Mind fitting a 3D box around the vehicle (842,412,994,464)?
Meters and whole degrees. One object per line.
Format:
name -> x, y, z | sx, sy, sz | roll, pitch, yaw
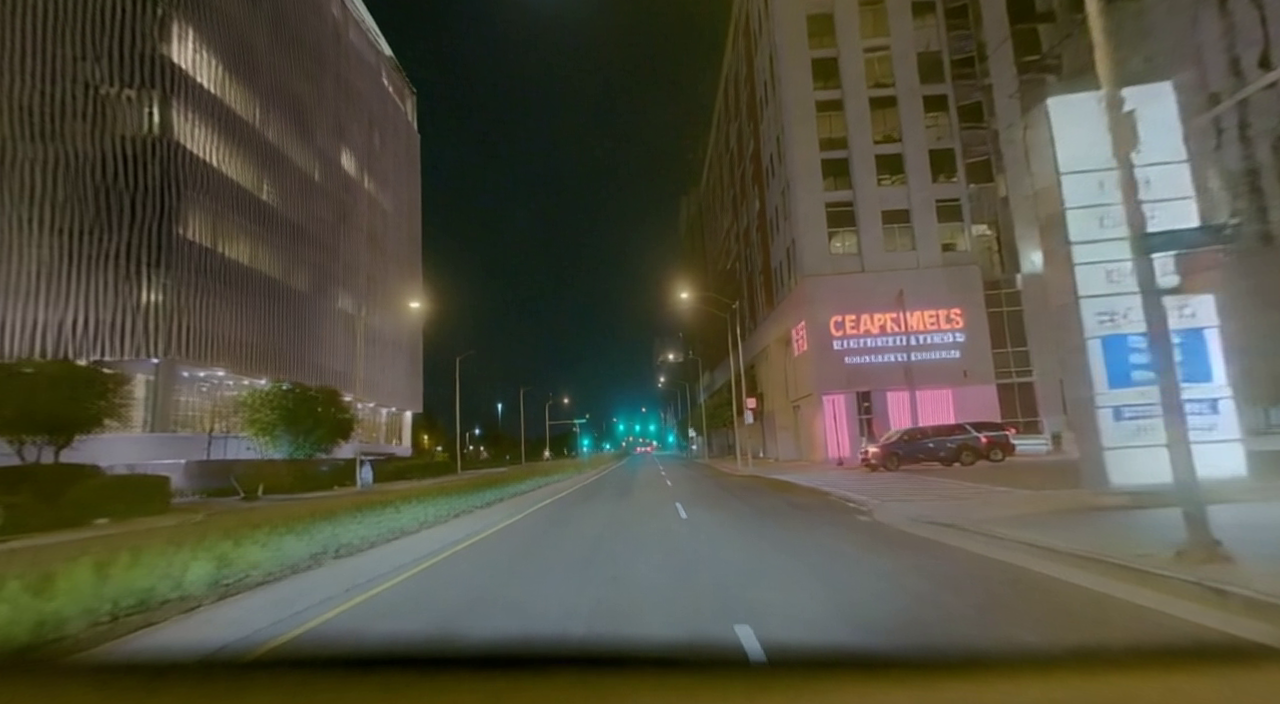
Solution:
vehicle -> 10.201, 3.236, 23.592 | 4.694, 1.826, 2.226 | -2, -9, 10
